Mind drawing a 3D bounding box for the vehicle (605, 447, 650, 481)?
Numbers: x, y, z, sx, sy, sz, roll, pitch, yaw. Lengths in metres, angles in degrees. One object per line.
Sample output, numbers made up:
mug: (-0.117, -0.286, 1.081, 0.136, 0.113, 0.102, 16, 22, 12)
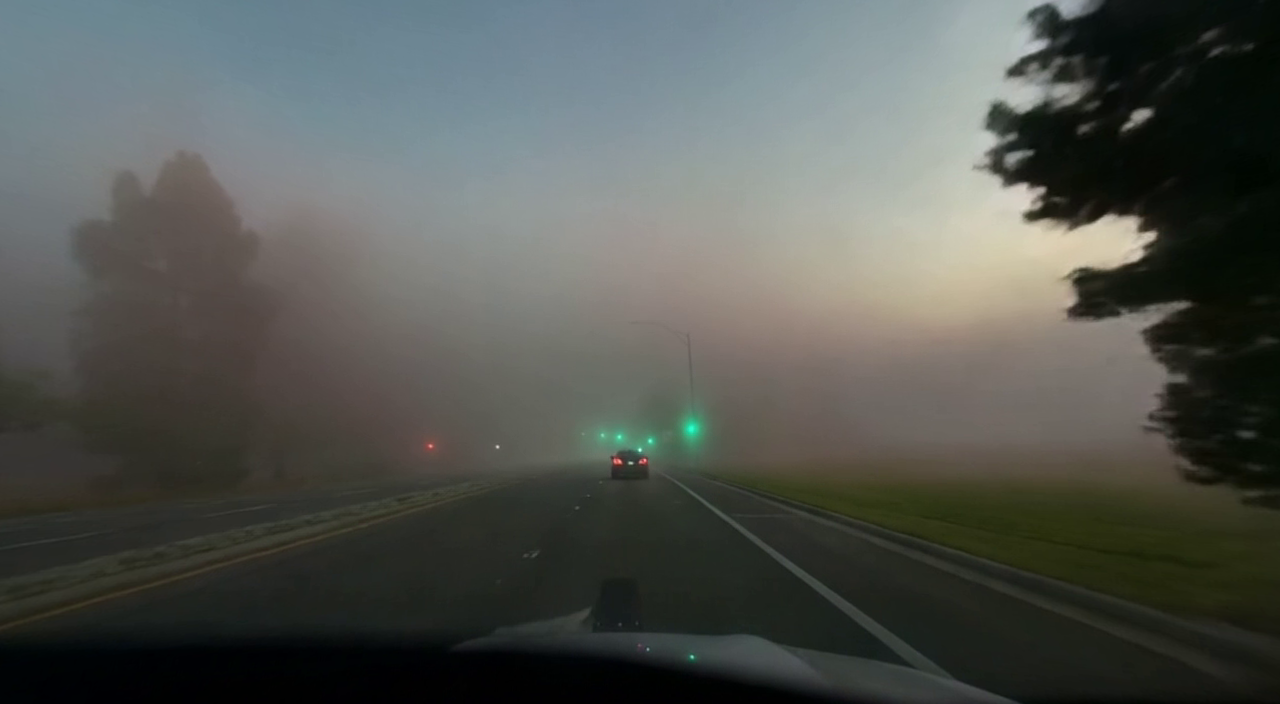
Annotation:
vehicle: (-0.589, 5.208, 29.451, 1.954, 1.469, 3.465, 0, -9, -1)
